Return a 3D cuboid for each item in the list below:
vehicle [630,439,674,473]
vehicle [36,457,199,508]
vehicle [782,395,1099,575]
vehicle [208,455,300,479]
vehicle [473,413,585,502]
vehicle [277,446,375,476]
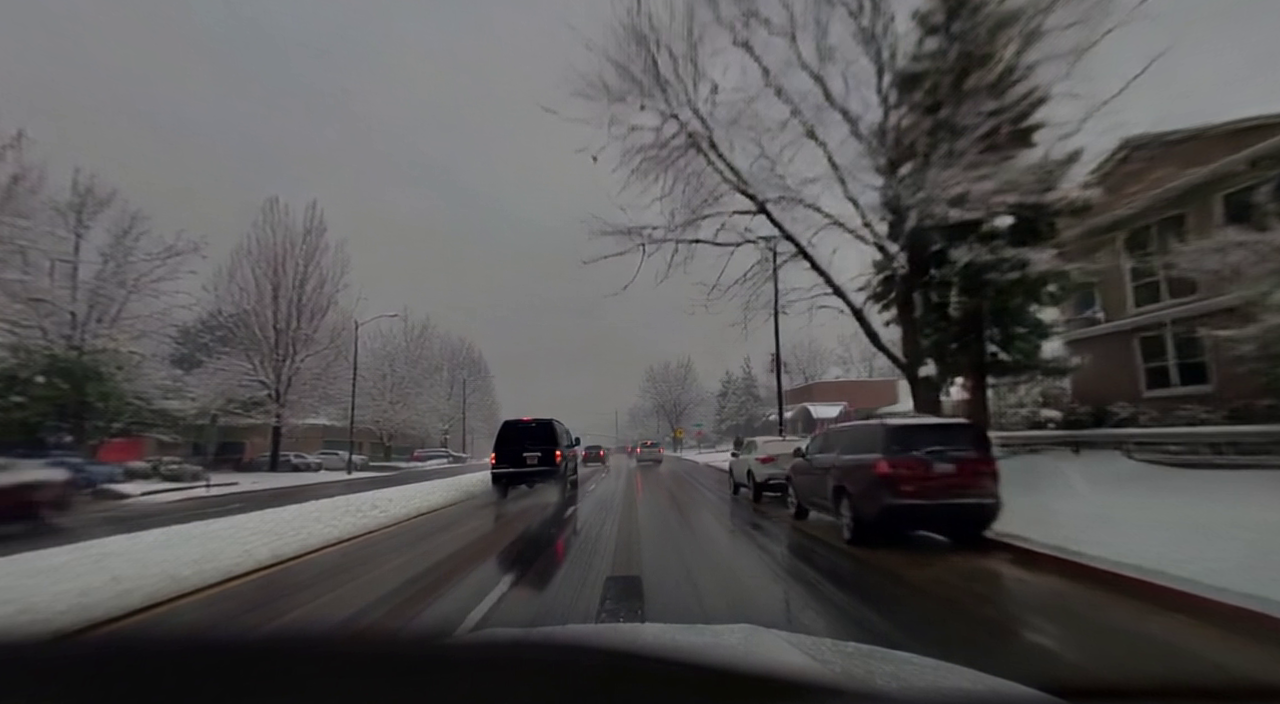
[{"bbox_3d":[0.561,5.372,32.804,2.126,1.657,4.132,0,-9,0],"label":"vehicle"},{"bbox_3d":[-19.692,4.888,24.193,1.911,1.638,5.028,0,-9,0],"label":"vehicle"},{"bbox_3d":[3.688,1.743,9.061,2.090,1.861,4.805,0,-9,-1],"label":"vehicle"},{"bbox_3d":[-26.433,7.900,43.368,4.926,1.571,1.941,0,-9,-1],"label":"vehicle"},{"bbox_3d":[-2.894,2.923,17.847,2.213,2.123,5.124,0,-9,0],"label":"vehicle"},{"bbox_3d":[-24.020,8.333,48.522,6.055,2.148,2.690,0,-9,-1],"label":"vehicle"}]
